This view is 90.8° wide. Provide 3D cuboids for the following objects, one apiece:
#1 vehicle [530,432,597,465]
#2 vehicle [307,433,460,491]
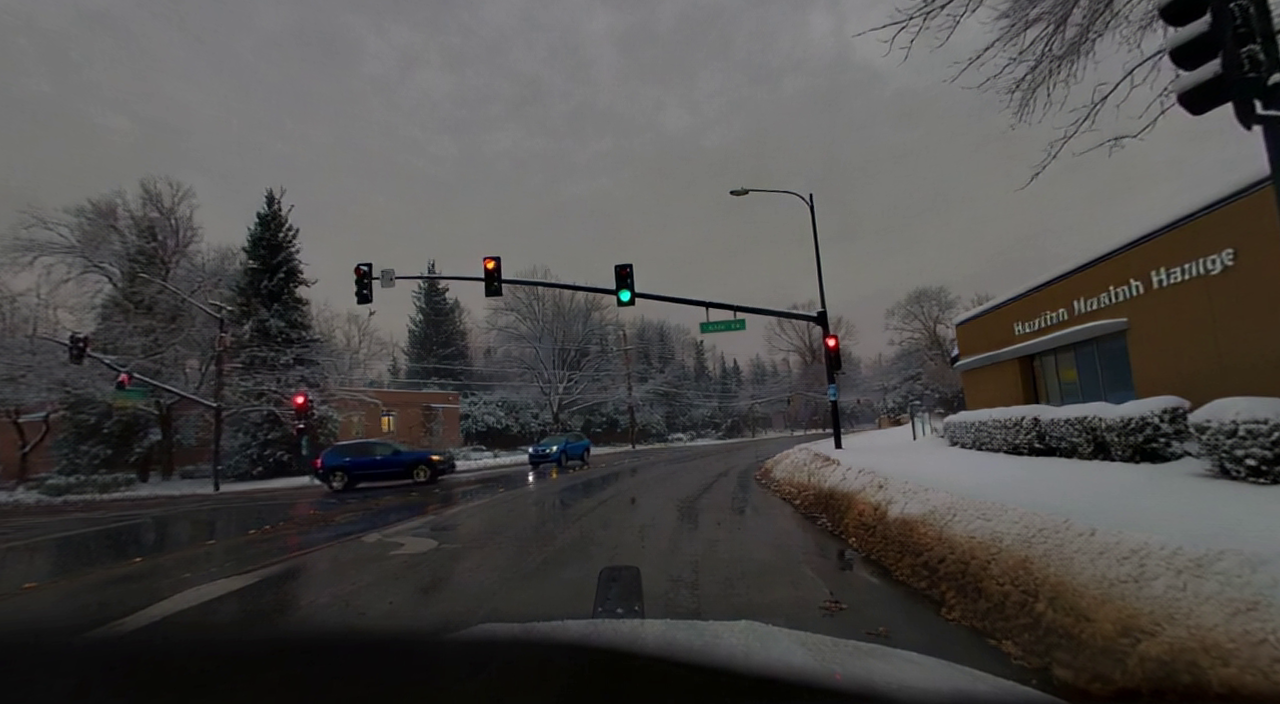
[{"bbox_3d":[-4.452,5.752,37.727,2.244,1.792,4.648,-3,-9,17],"label":"vehicle"},{"bbox_3d":[-8.865,3.841,22.317,4.715,1.745,2.026,0,-9,-14],"label":"vehicle"}]
